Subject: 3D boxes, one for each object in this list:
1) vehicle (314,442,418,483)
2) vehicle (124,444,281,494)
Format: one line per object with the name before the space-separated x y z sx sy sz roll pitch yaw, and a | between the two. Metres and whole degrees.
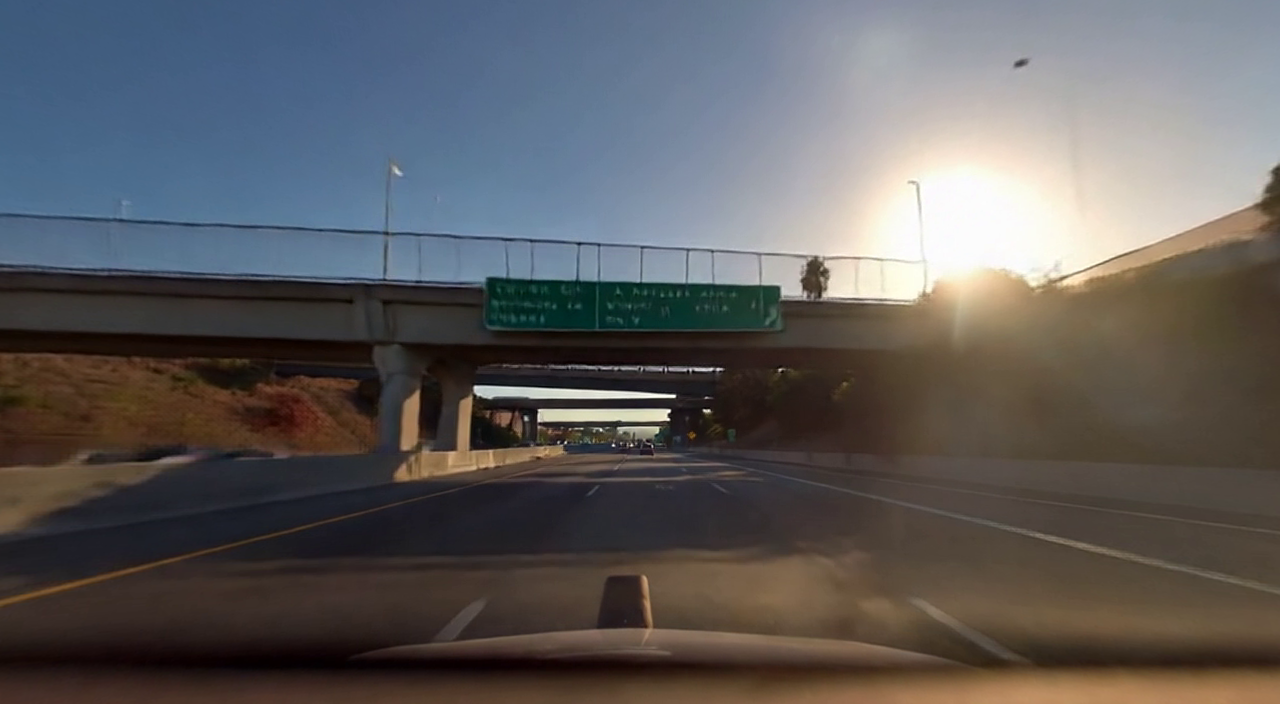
vehicle | -10.838 4.375 25.360 1.998 1.484 4.695 0 -8 1
vehicle | -14.463 3.844 21.287 1.879 1.475 4.702 0 -8 1
